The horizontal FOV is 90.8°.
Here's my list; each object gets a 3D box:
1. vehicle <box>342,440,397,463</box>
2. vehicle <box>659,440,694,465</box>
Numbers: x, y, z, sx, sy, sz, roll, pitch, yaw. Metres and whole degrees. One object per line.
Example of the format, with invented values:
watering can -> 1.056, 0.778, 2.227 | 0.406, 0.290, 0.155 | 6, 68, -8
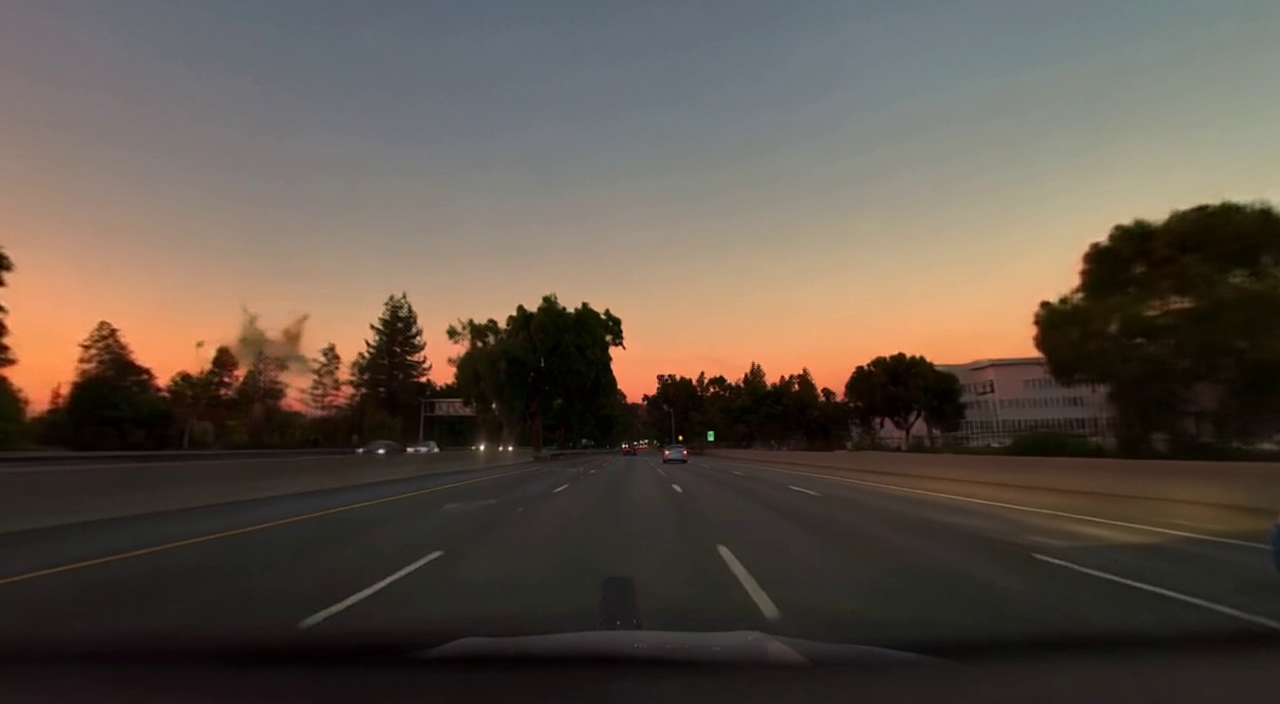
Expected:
vehicle -> -18.160, 6.701, 42.625 | 1.887, 1.491, 4.016 | 0, -9, 0
vehicle -> 2.515, 7.095, 44.801 | 2.127, 1.692, 4.382 | 0, -9, -1
